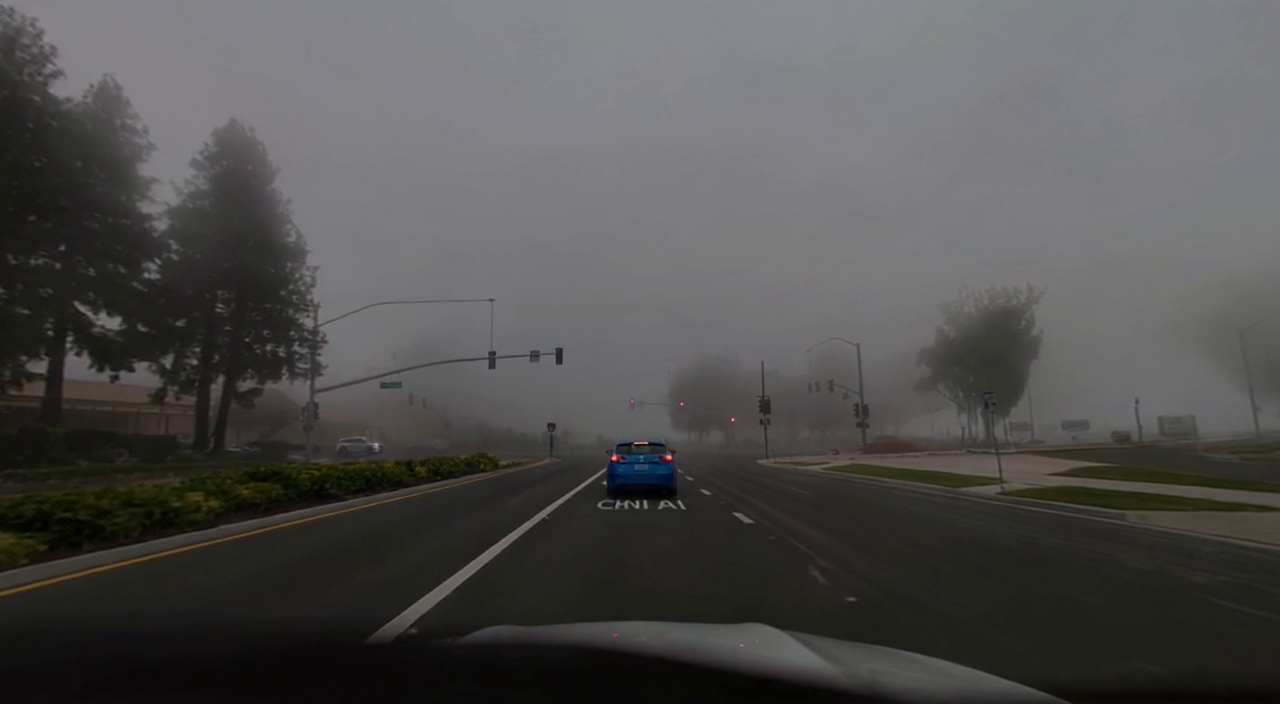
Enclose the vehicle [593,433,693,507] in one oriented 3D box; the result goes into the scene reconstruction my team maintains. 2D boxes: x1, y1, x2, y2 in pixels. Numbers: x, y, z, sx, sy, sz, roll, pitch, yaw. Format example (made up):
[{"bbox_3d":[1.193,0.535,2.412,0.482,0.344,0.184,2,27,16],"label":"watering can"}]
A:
[{"bbox_3d":[0.023,2.725,15.101,2.028,1.478,4.545,0,-8,-1],"label":"vehicle"}]
